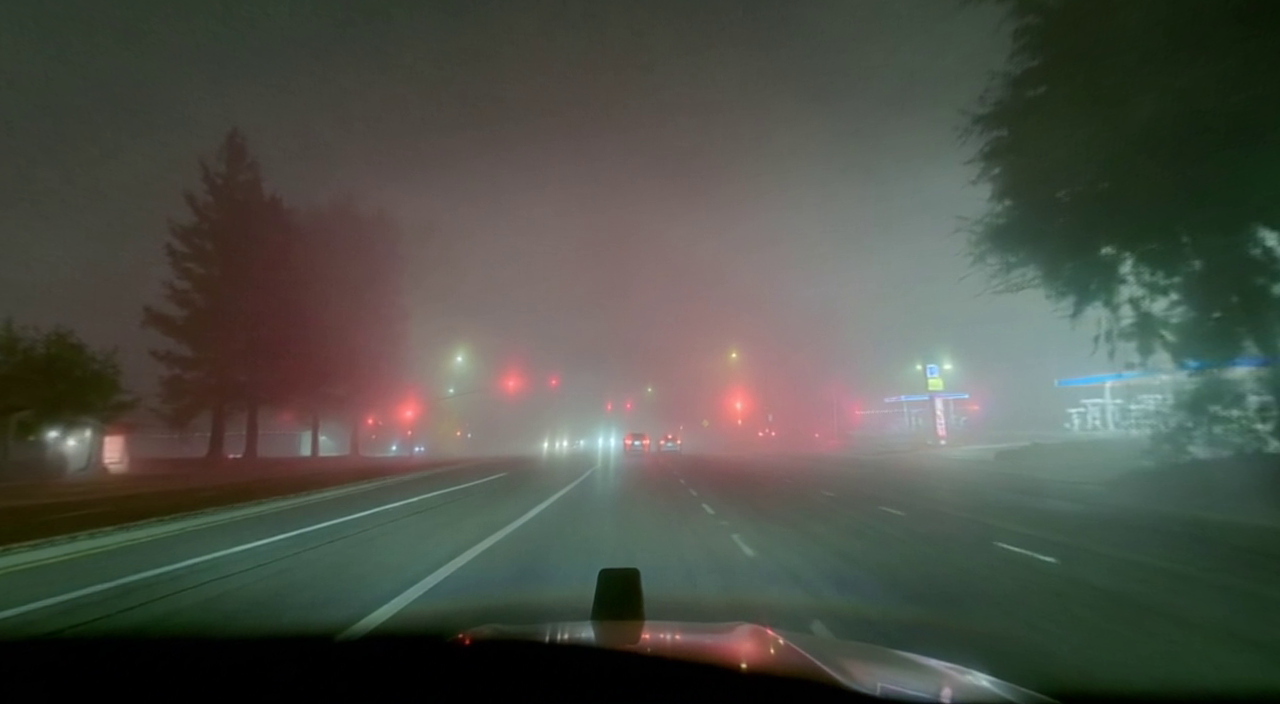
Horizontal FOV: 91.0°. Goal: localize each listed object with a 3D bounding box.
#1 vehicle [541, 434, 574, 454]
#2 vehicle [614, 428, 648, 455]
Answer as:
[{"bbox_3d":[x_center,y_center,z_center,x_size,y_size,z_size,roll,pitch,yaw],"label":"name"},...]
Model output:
[{"bbox_3d":[-6.378,7.207,49.139,2.033,1.442,4.668,0,-8,-1],"label":"vehicle"},{"bbox_3d":[-0.615,6.096,42.790,2.146,1.742,4.095,0,-8,-1],"label":"vehicle"}]
